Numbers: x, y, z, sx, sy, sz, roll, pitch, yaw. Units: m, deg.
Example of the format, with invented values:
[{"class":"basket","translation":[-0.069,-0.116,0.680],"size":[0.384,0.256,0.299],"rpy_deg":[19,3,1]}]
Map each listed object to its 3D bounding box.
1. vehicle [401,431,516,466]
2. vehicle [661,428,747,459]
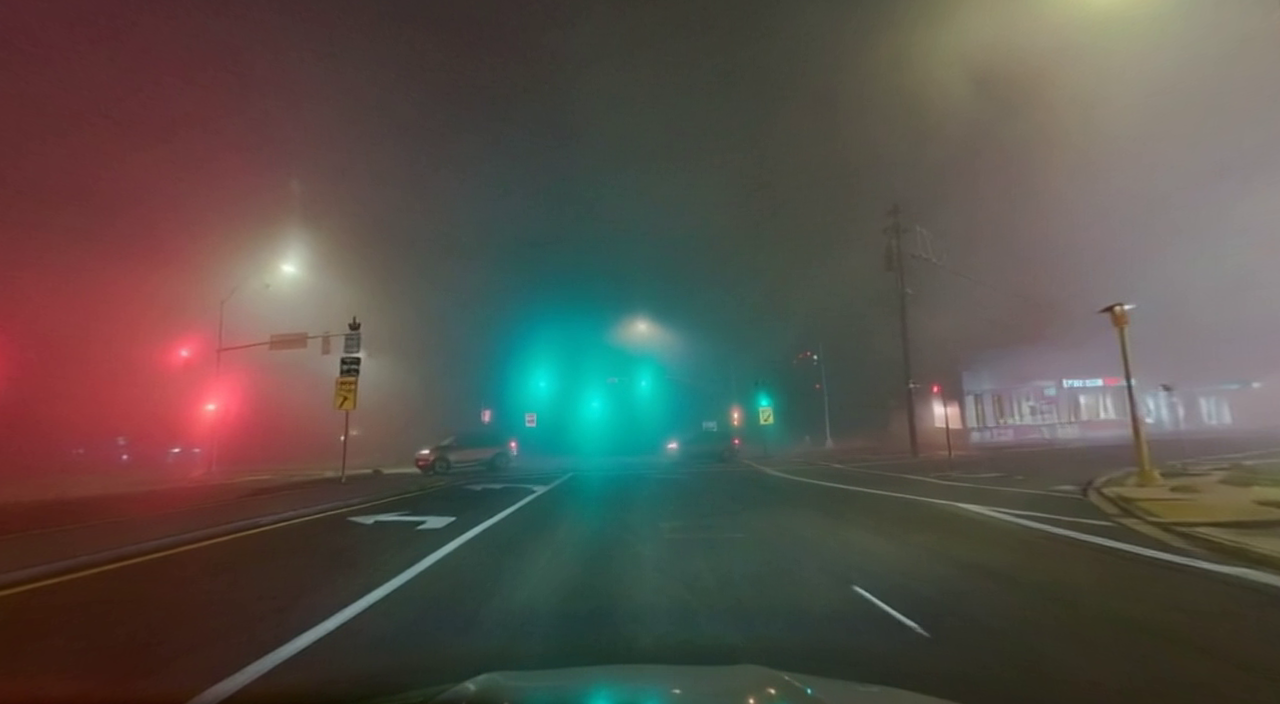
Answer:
[{"class":"vehicle","translation":[-8.399,4.478,29.502],"size":[4.709,1.501,1.895],"rpy_deg":[7,-11,-39]},{"class":"vehicle","translation":[3.530,5.096,35.312],"size":[4.478,1.678,1.870],"rpy_deg":[1,-8,-8]}]
